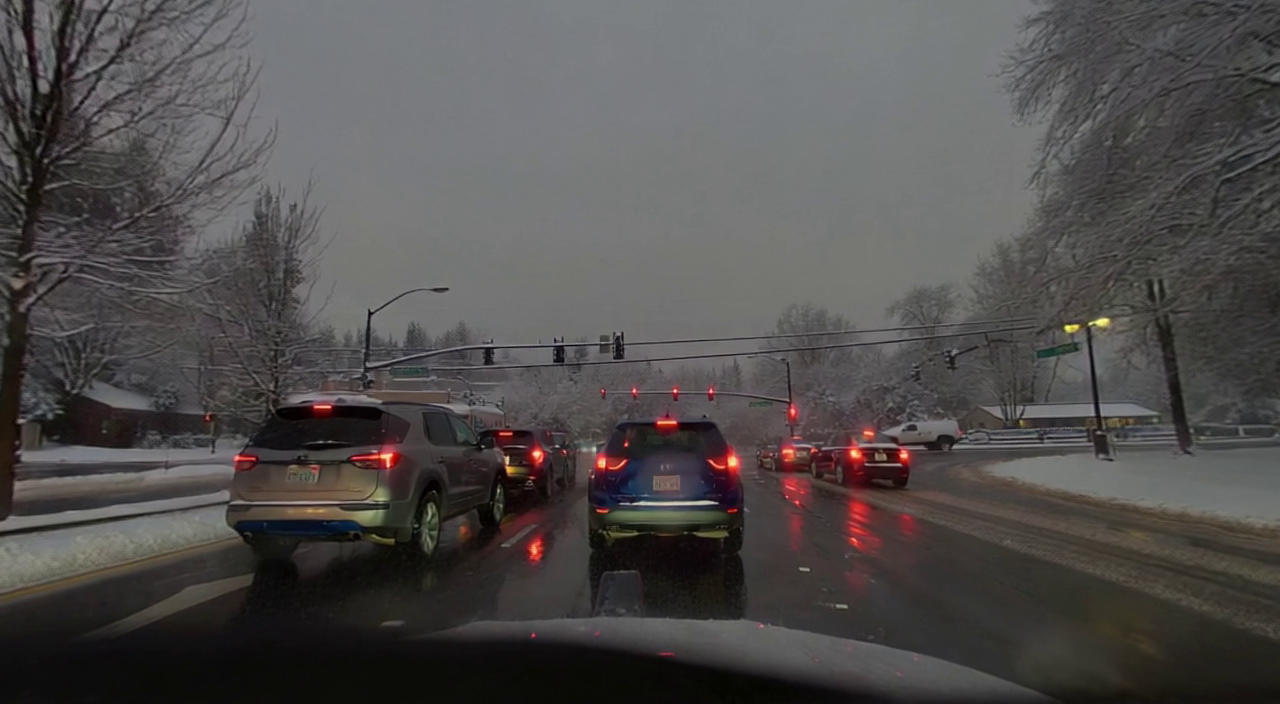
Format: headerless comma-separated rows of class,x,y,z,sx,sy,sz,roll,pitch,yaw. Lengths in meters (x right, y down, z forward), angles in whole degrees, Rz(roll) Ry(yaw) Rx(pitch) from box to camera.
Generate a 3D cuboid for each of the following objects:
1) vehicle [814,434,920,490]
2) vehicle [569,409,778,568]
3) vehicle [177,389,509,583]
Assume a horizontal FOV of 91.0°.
vehicle,7.116,3.484,20.260,2.067,1.599,4.251,-1,-8,4
vehicle,0.375,1.747,8.772,2.189,1.649,4.171,0,-8,1
vehicle,-3.255,1.581,8.169,2.085,1.812,4.388,0,-8,1
